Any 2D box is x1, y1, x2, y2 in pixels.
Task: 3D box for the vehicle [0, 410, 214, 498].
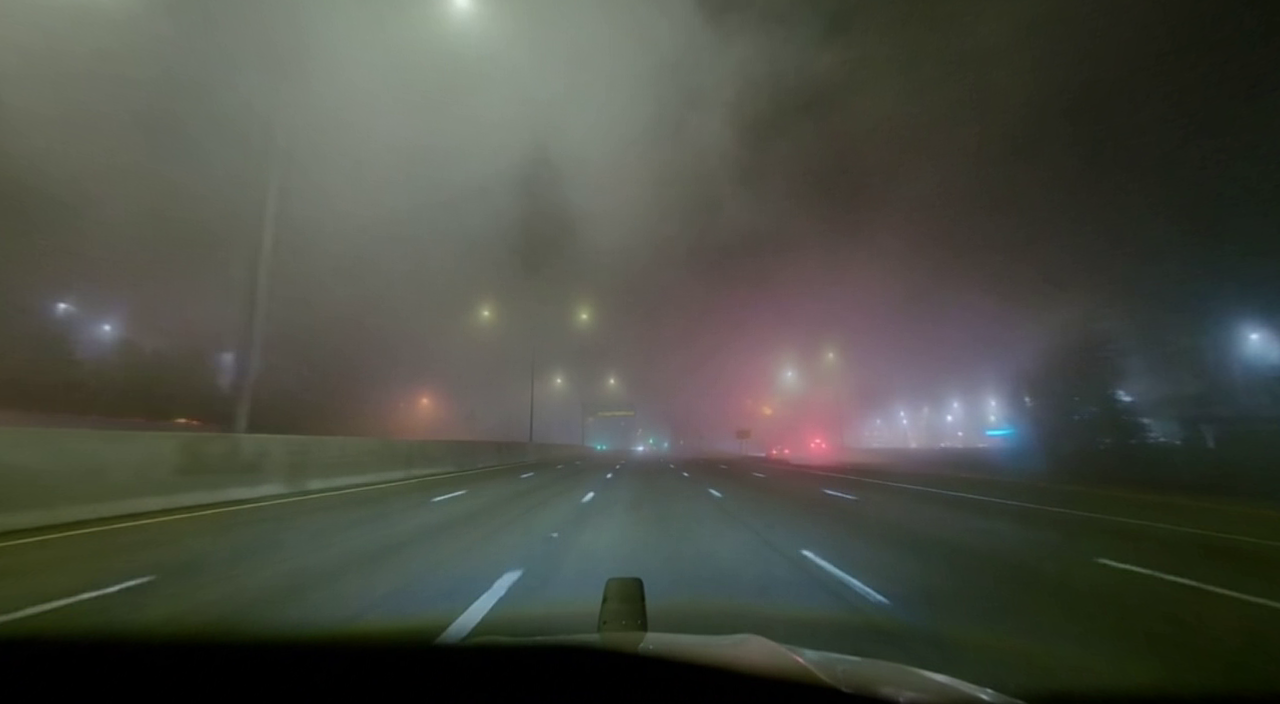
[{"bbox_3d":[-29.321,4.950,30.497,2.814,3.766,20.399,-1,-9,1],"label":"vehicle"}]
